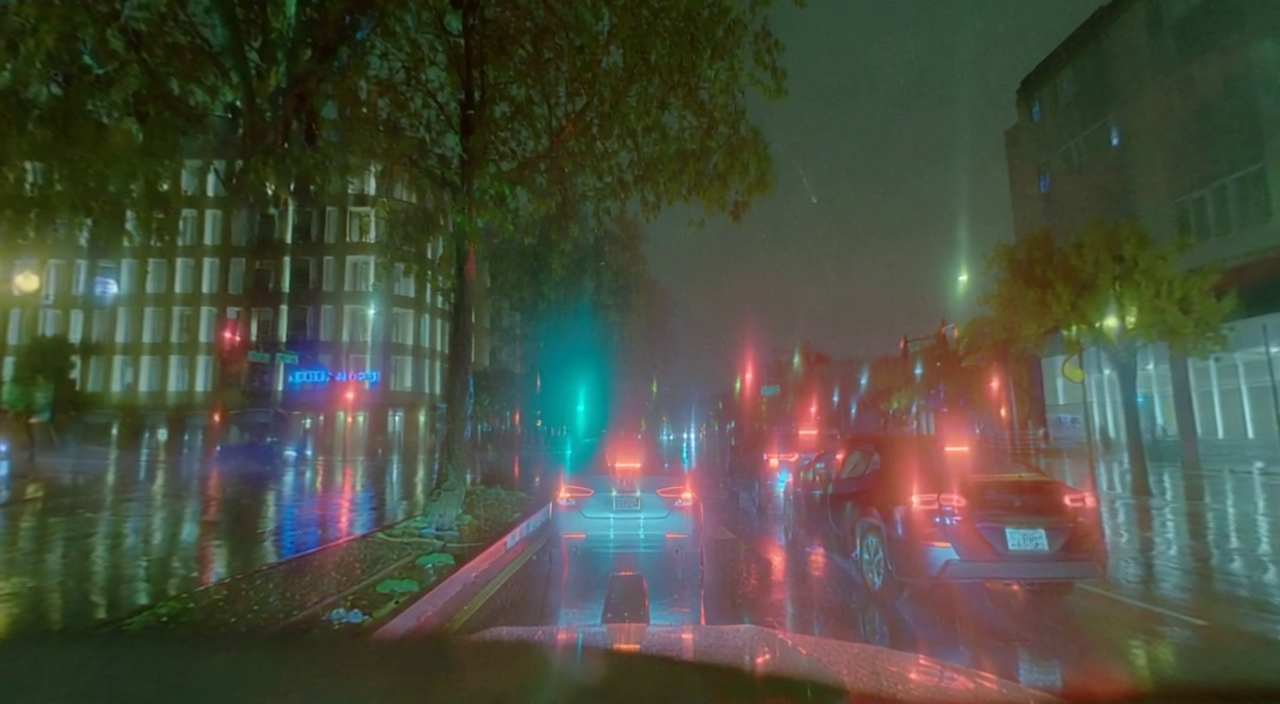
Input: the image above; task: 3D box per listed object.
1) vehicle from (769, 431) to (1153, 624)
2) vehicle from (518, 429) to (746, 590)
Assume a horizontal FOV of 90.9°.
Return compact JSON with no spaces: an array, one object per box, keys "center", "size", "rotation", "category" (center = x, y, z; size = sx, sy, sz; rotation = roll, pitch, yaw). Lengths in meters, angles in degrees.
[{"center":[2.905,1.654,7.005],"size":[1.893,1.446,4.270],"rotation":[0,-8,-2],"category":"vehicle"},{"center":[-0.094,1.753,7.925],"size":[2.087,1.456,4.143],"rotation":[0,-8,-1],"category":"vehicle"}]
